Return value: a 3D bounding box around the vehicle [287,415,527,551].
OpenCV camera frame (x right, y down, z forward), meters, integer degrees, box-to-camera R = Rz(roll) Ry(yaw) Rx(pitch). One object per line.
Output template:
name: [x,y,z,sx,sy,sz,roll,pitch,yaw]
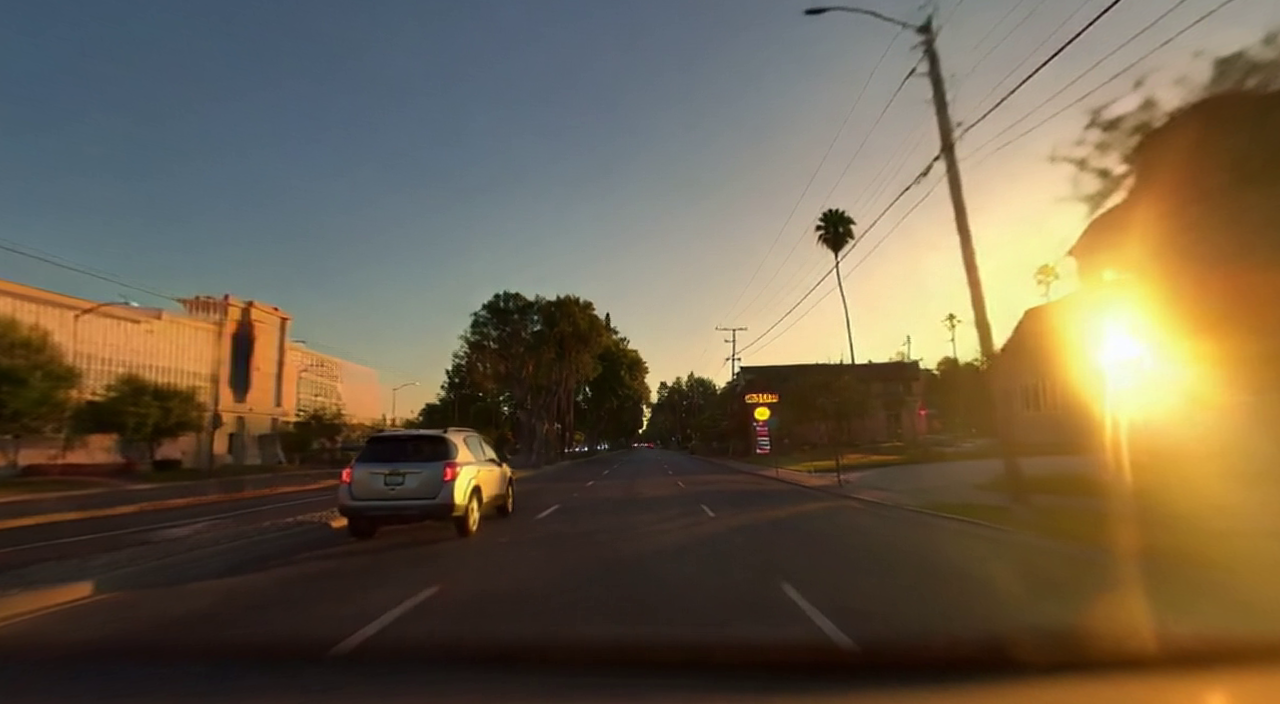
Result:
vehicle: [-3.377,1.992,10.354,2.062,1.693,4.669,0,-8,1]
